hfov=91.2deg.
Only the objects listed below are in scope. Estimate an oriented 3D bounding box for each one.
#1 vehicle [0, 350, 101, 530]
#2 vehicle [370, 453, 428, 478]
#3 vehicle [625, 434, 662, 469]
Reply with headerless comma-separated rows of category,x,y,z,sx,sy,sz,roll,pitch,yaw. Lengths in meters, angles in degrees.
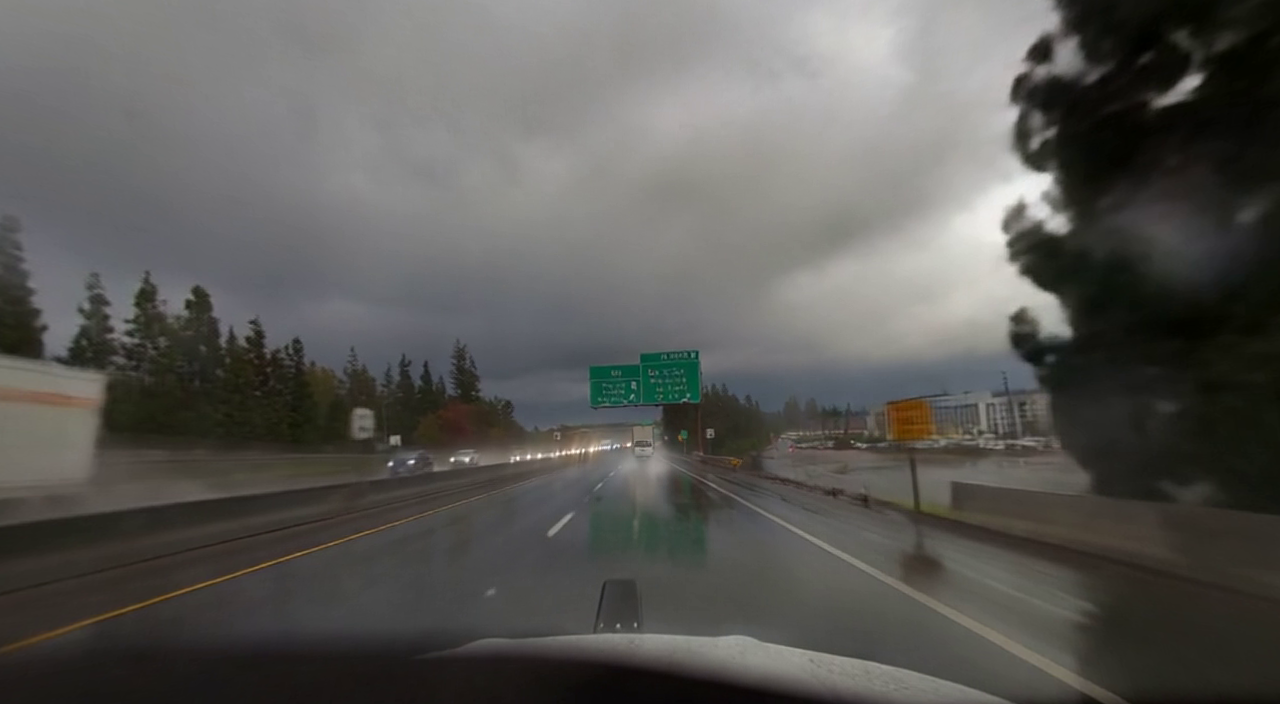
vehicle,-16.120,1.735,12.525,2.866,4.099,8.730,0,-9,-1
vehicle,-16.028,7.563,41.954,1.909,1.525,4.800,-1,-9,1
vehicle,0.244,6.546,41.106,2.268,2.122,4.595,-1,-9,1
